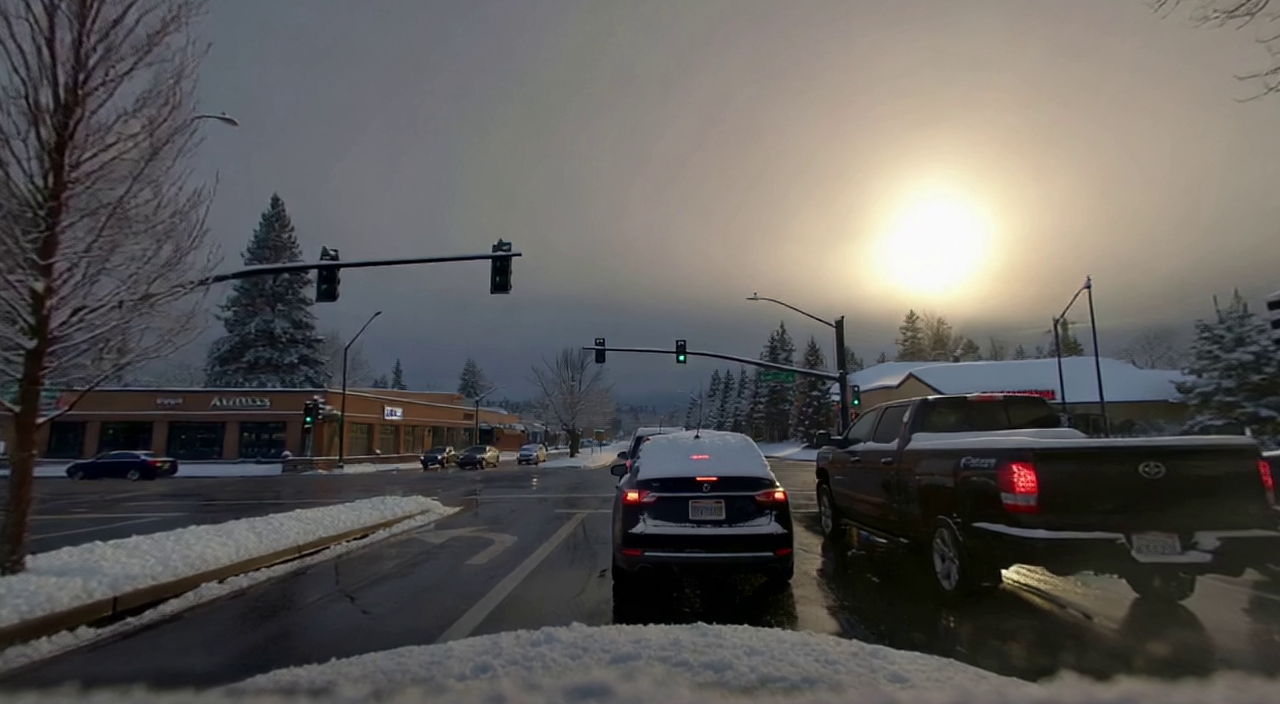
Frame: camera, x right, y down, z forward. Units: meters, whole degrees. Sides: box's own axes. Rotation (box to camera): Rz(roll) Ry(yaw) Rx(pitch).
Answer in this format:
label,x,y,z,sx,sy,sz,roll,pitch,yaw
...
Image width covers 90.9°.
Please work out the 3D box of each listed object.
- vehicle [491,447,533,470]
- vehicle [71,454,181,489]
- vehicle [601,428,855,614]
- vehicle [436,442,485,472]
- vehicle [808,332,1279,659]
label,x,y,z,sx,sy,sz,roll,pitch,yaw
vehicle,-8.491,7.088,42.244,2.002,1.469,4.301,0,-8,-1
vehicle,-29.095,6.744,35.750,4.789,1.828,2.025,-2,-9,10
vehicle,0.620,1.624,6.978,2.038,1.447,3.756,0,-8,-3
vehicle,-11.873,6.957,41.950,1.991,1.844,4.393,0,-8,-1
vehicle,3.793,1.300,6.834,2.358,2.116,5.328,0,-8,-1
